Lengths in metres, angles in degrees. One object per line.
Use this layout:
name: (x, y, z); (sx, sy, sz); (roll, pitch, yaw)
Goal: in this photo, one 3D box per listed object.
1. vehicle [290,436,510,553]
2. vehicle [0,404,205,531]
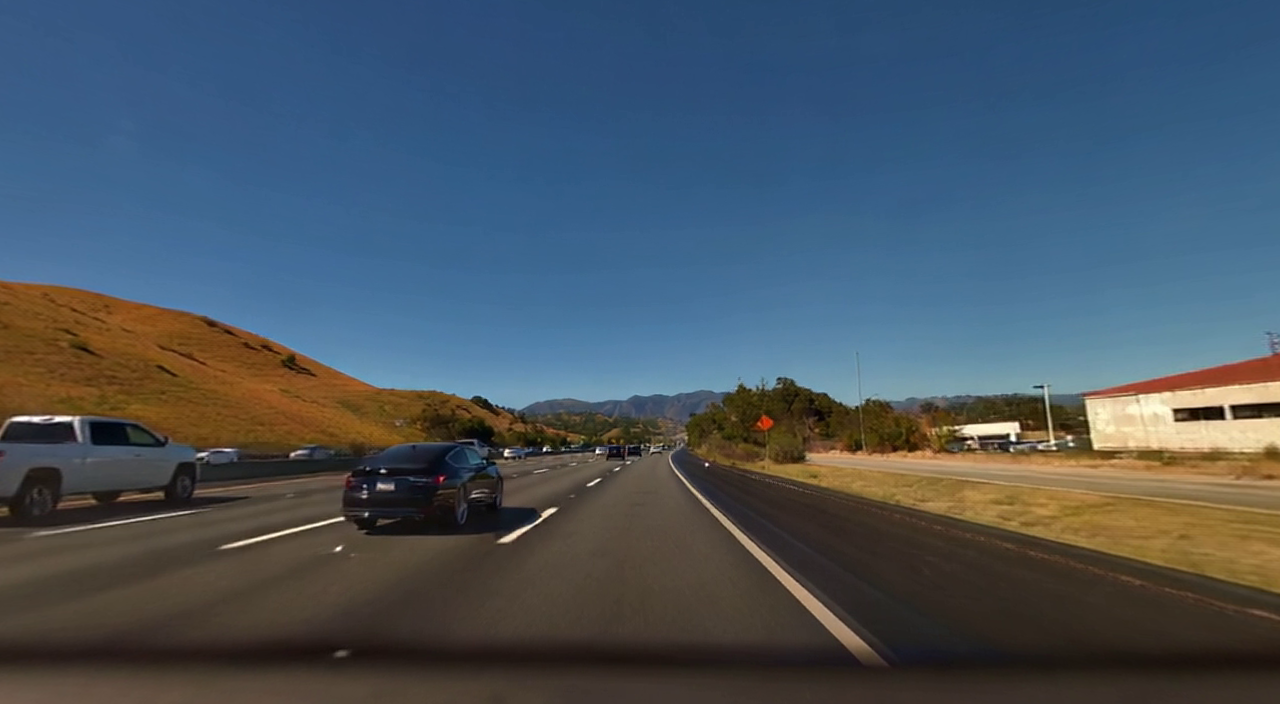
vehicle: (-3.540, 2.140, 10.270); (1.896, 1.491, 4.146); (0, -8, 1)
vehicle: (-11.085, 2.042, 11.522); (2.284, 1.966, 5.406); (0, -8, 2)
